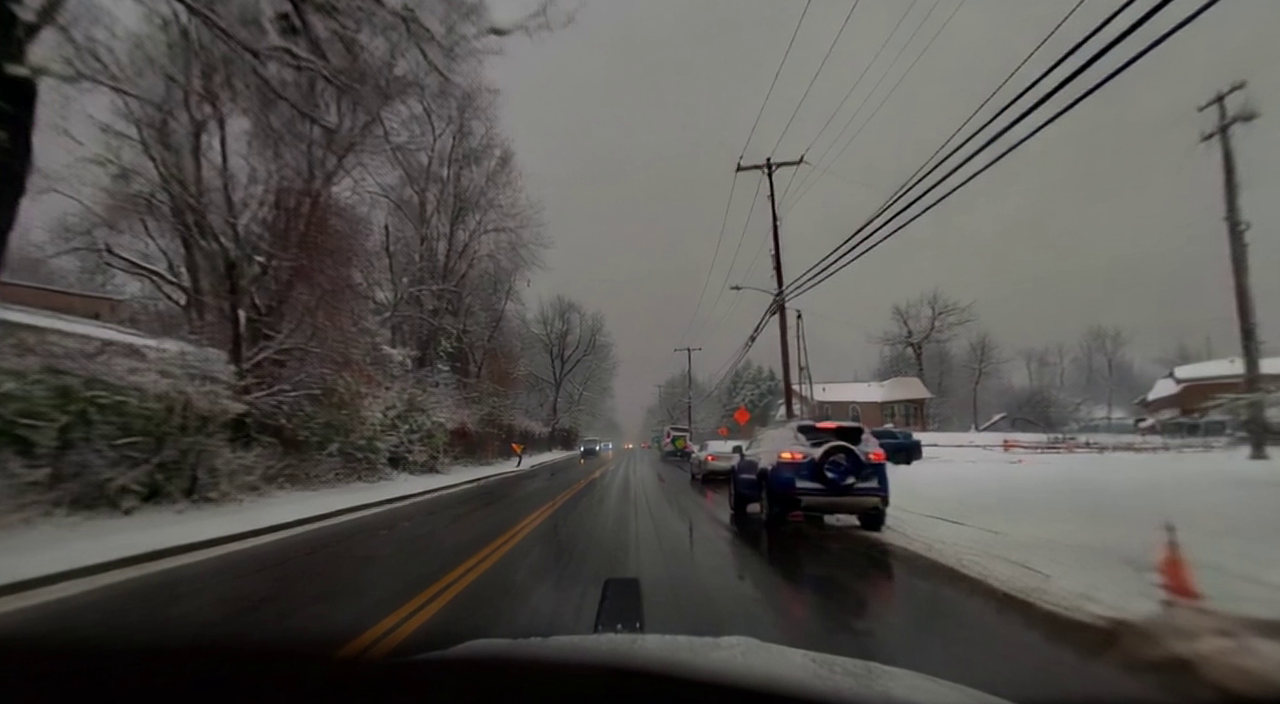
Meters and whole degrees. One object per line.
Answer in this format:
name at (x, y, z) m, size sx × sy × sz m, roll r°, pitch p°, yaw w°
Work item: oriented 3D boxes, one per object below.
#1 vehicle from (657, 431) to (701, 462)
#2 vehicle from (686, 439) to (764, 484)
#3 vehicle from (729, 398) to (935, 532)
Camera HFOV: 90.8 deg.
vehicle at (2.782, 7.044, 46.863) m, size 2.759 × 2.114 × 6.152 m, roll 0°, pitch -9°, yaw -1°
vehicle at (2.989, 3.988, 23.247) m, size 2.006 × 1.482 × 4.722 m, roll 1°, pitch -9°, yaw -3°
vehicle at (3.176, 2.044, 11.827) m, size 2.293 × 1.957 × 4.934 m, roll 0°, pitch -9°, yaw 0°
